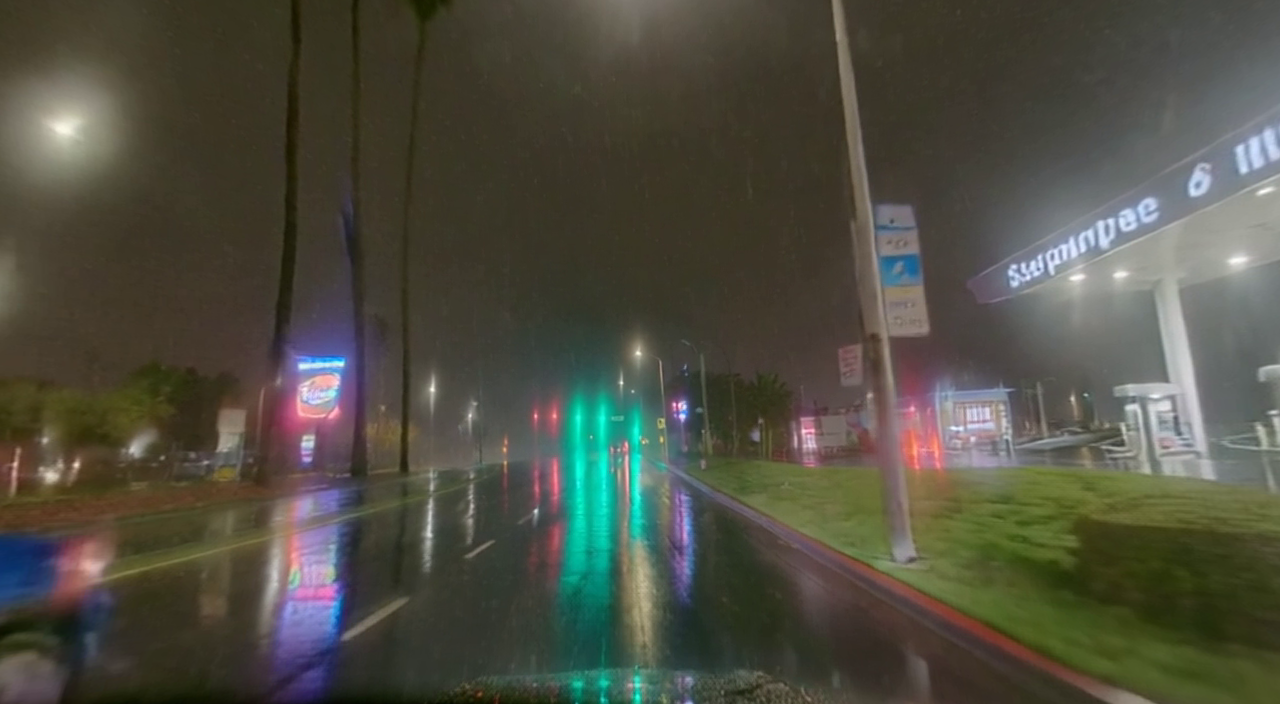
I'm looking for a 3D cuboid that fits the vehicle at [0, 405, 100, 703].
[{"bbox_3d":[-3.495,0.677,0.477,2.160,1.497,4.573,0,-8,-1],"label":"vehicle"}]
